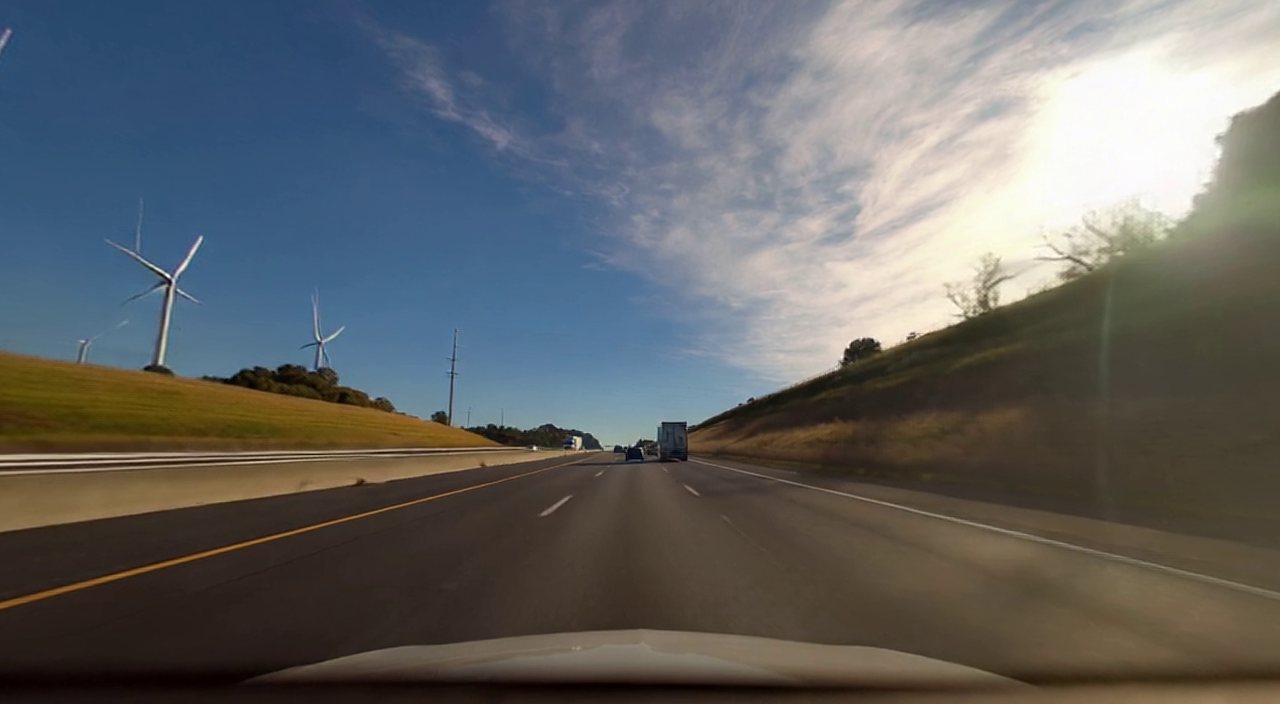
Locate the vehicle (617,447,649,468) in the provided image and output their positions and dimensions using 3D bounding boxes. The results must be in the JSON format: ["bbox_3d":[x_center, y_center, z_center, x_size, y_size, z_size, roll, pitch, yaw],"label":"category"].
[{"bbox_3d":[-0.498,7.587,45.494,2.209,1.453,3.695,0,-9,-1],"label":"vehicle"}]
